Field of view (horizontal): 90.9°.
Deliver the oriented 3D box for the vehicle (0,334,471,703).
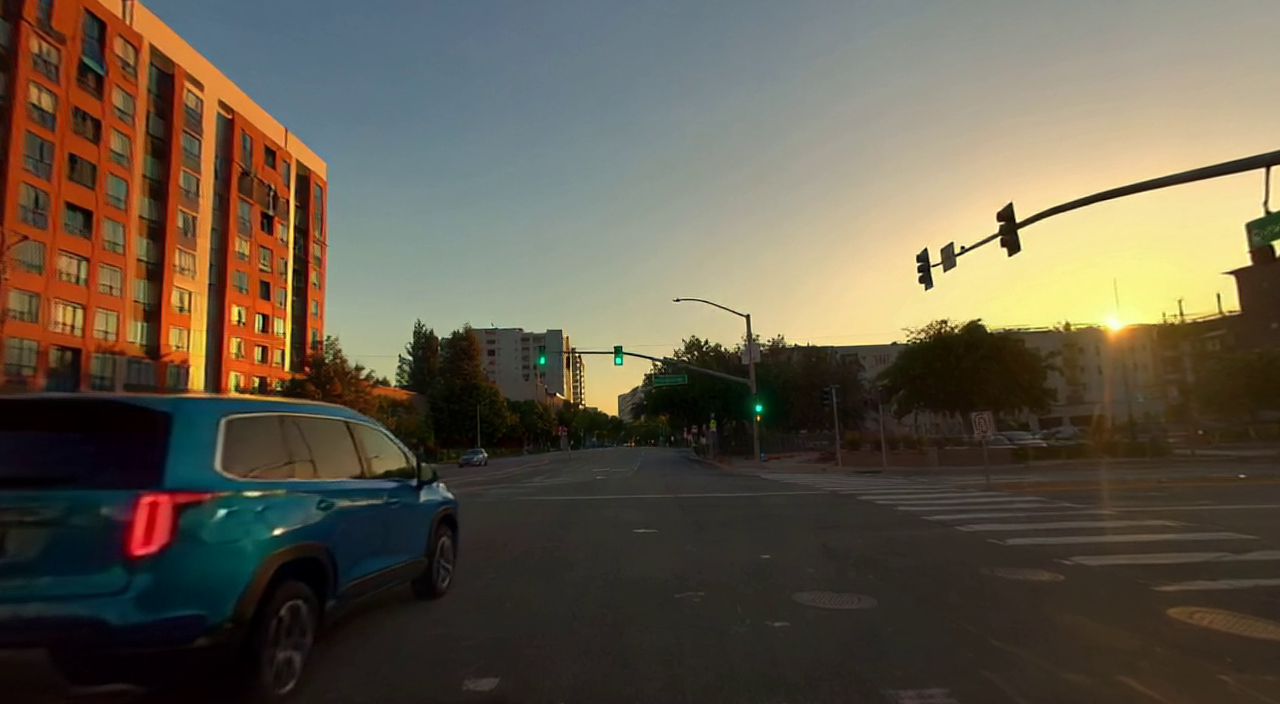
[{"bbox_3d":[-3.009,1.141,4.726,2.123,1.799,4.425,0,-8,2],"label":"vehicle"}]
